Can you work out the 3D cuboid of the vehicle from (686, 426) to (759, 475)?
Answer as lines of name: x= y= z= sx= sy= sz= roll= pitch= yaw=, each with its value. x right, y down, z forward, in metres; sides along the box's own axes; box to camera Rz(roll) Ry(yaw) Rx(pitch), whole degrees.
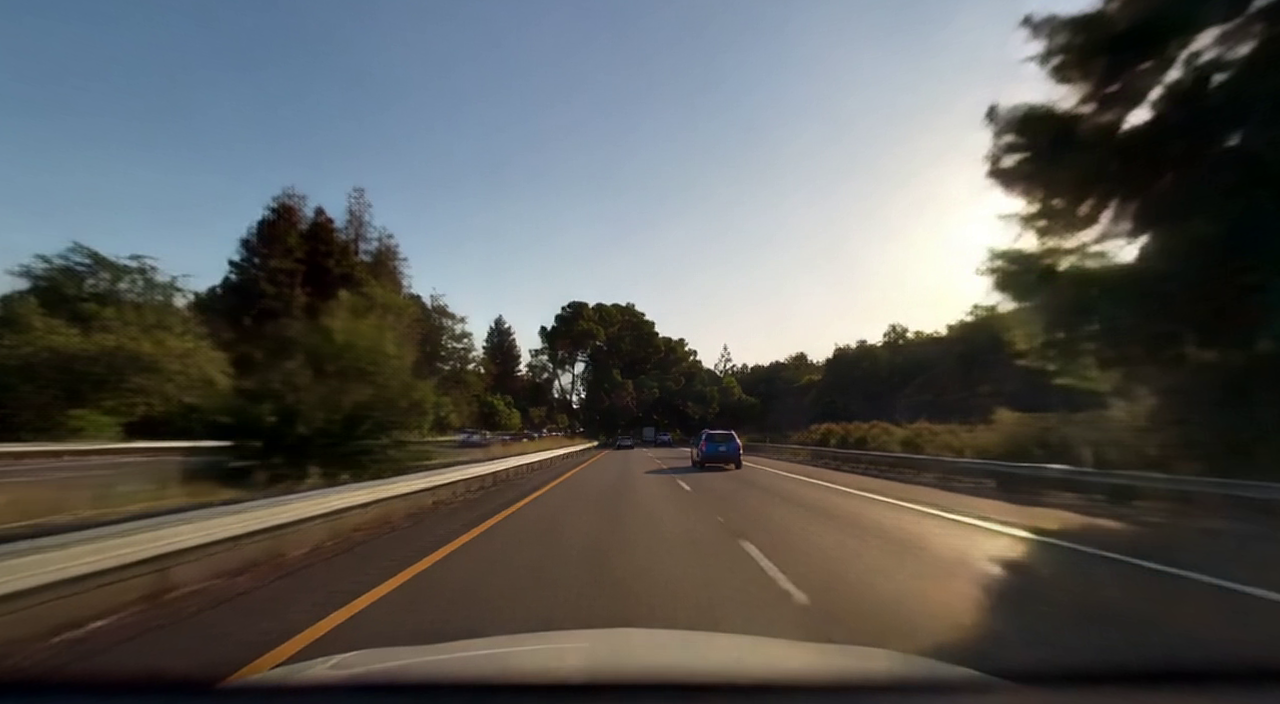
vehicle: x=3.047 y=3.765 z=24.349 sx=2.085 sy=1.681 sz=4.436 roll=1 pitch=-8 yaw=-2
